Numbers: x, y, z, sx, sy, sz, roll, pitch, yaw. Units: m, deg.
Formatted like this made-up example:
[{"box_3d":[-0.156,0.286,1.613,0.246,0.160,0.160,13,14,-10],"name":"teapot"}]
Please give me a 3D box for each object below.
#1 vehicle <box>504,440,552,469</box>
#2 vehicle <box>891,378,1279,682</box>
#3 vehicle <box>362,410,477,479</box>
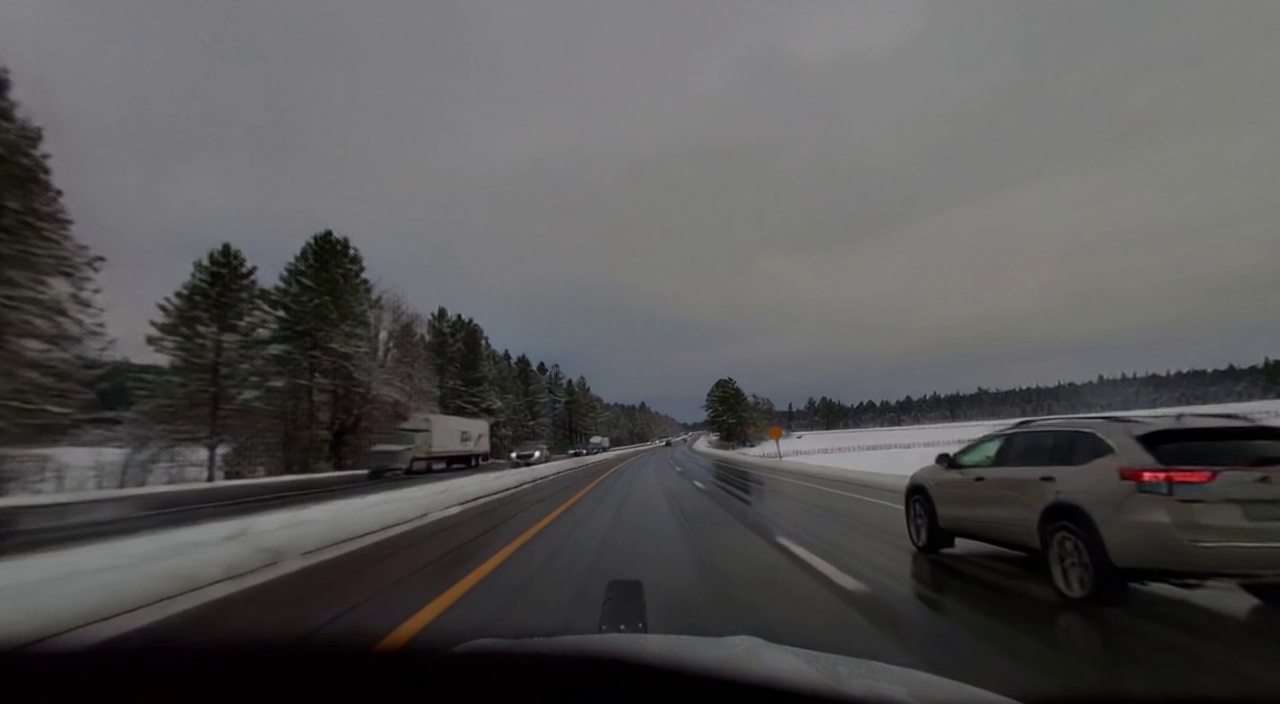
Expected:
[{"box_3d":[-8.081,7.438,46.051,2.289,1.906,5.766,0,-8,2],"name":"vehicle"},{"box_3d":[4.467,1.346,6.048,2.098,1.703,4.862,0,-8,0],"name":"vehicle"},{"box_3d":[-12.705,5.519,37.594,3.087,3.512,9.874,0,-8,1],"name":"vehicle"}]
